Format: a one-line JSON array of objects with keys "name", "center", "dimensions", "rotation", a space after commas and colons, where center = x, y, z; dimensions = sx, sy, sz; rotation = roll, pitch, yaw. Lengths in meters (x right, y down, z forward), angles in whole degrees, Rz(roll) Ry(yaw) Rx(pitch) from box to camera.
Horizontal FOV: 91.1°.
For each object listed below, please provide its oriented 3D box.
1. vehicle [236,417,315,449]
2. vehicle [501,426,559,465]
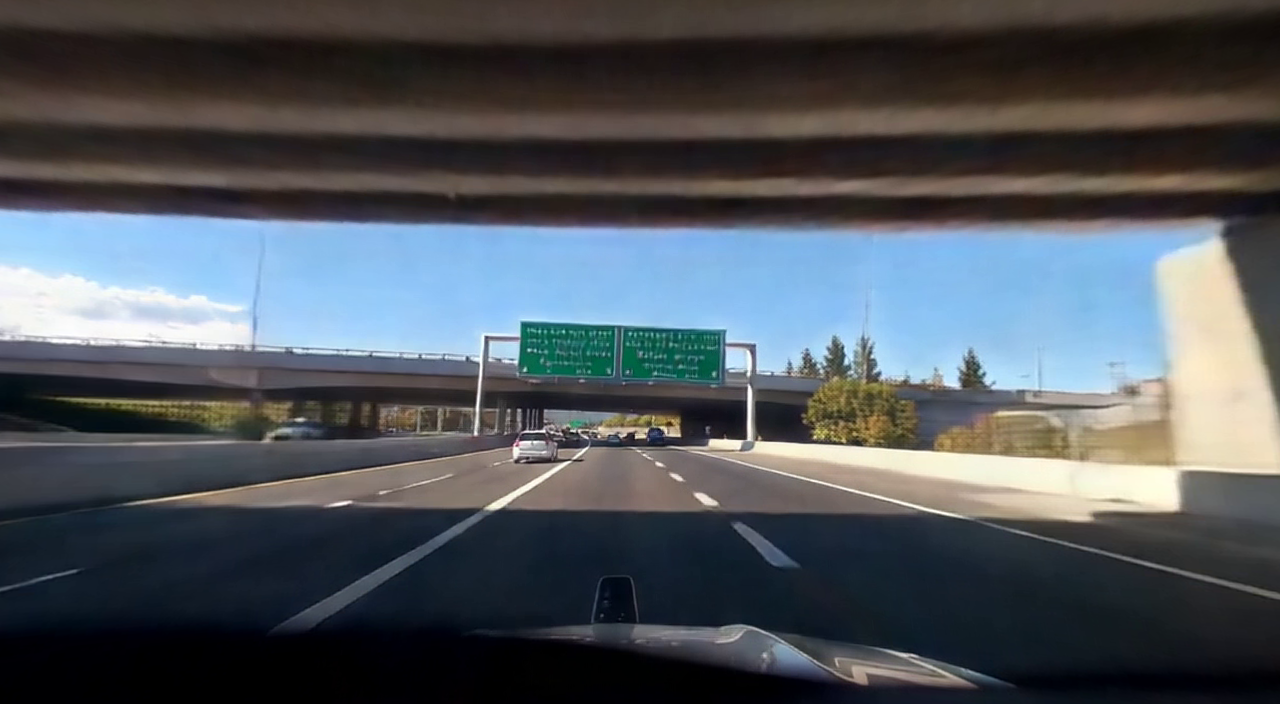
[{"name": "vehicle", "center": [-21.475, 4.835, 37.295], "dimensions": [1.923, 1.737, 4.698], "rotation": [1, -8, -2]}, {"name": "vehicle", "center": [-4.634, 4.008, 27.122], "dimensions": [1.878, 1.548, 3.966], "rotation": [0, -8, -1]}]
